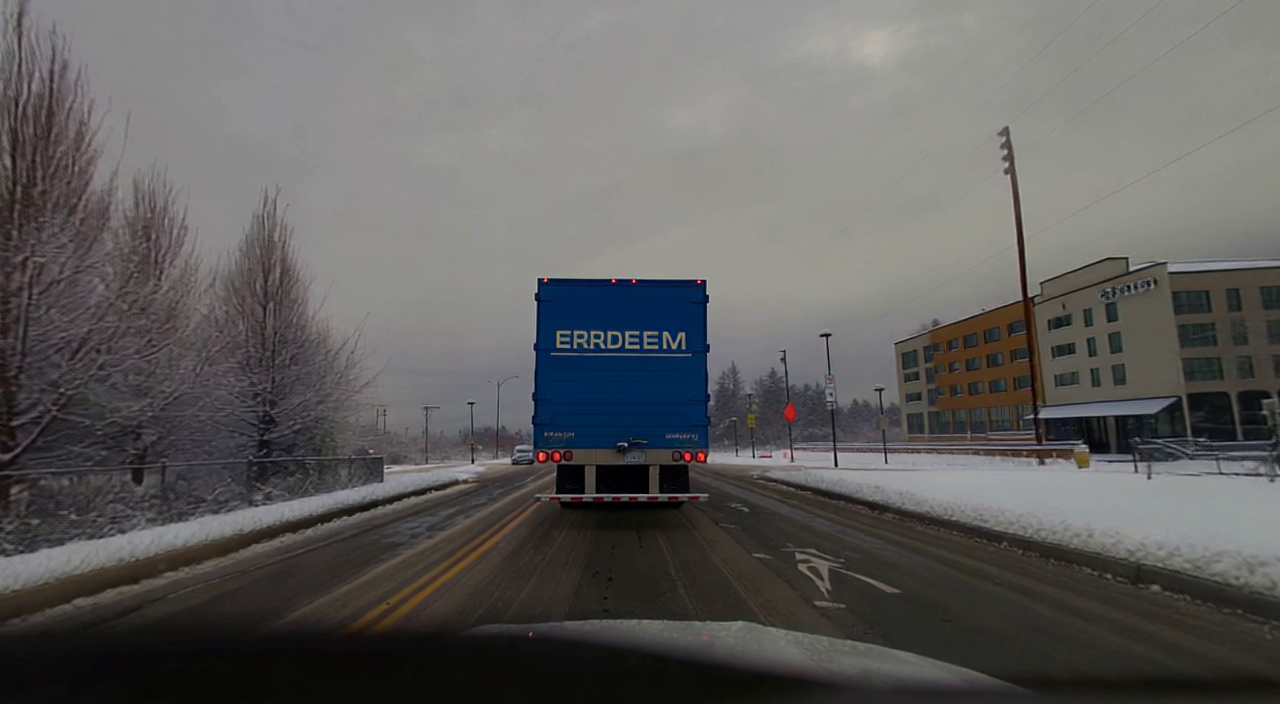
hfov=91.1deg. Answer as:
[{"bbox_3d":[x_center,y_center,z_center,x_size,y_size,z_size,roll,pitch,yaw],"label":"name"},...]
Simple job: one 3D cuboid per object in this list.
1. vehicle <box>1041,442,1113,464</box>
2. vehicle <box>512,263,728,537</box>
[{"bbox_3d":[31.364,7.220,45.162,1.652,1.423,3.797,5,-9,-35],"label":"vehicle"},{"bbox_3d":[-0.196,1.228,13.240,2.876,3.724,9.351,-1,-8,1],"label":"vehicle"}]
